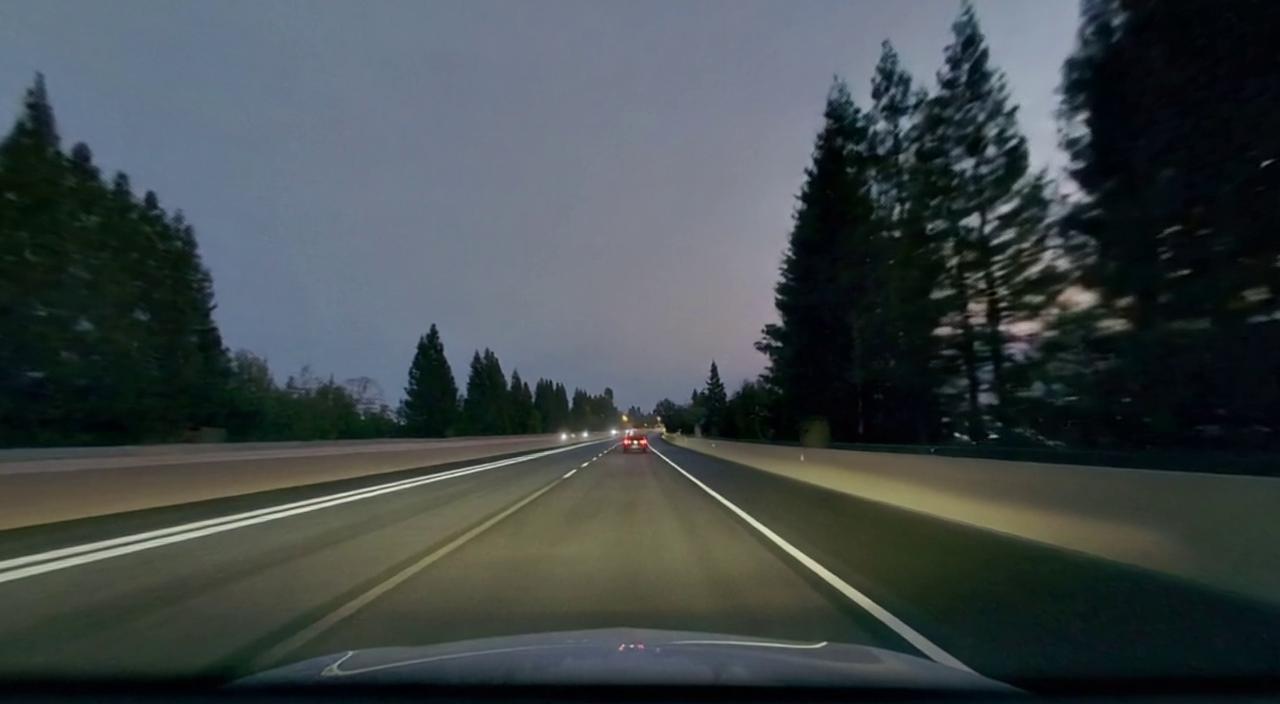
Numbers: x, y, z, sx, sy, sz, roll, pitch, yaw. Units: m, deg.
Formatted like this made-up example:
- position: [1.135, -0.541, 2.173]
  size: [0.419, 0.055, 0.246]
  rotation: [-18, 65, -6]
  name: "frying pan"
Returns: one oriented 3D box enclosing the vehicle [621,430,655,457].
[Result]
- position: [-0.141, 5.997, 41.373]
  size: [2.134, 1.654, 4.174]
  rotation: [0, -8, 0]
  name: "vehicle"
